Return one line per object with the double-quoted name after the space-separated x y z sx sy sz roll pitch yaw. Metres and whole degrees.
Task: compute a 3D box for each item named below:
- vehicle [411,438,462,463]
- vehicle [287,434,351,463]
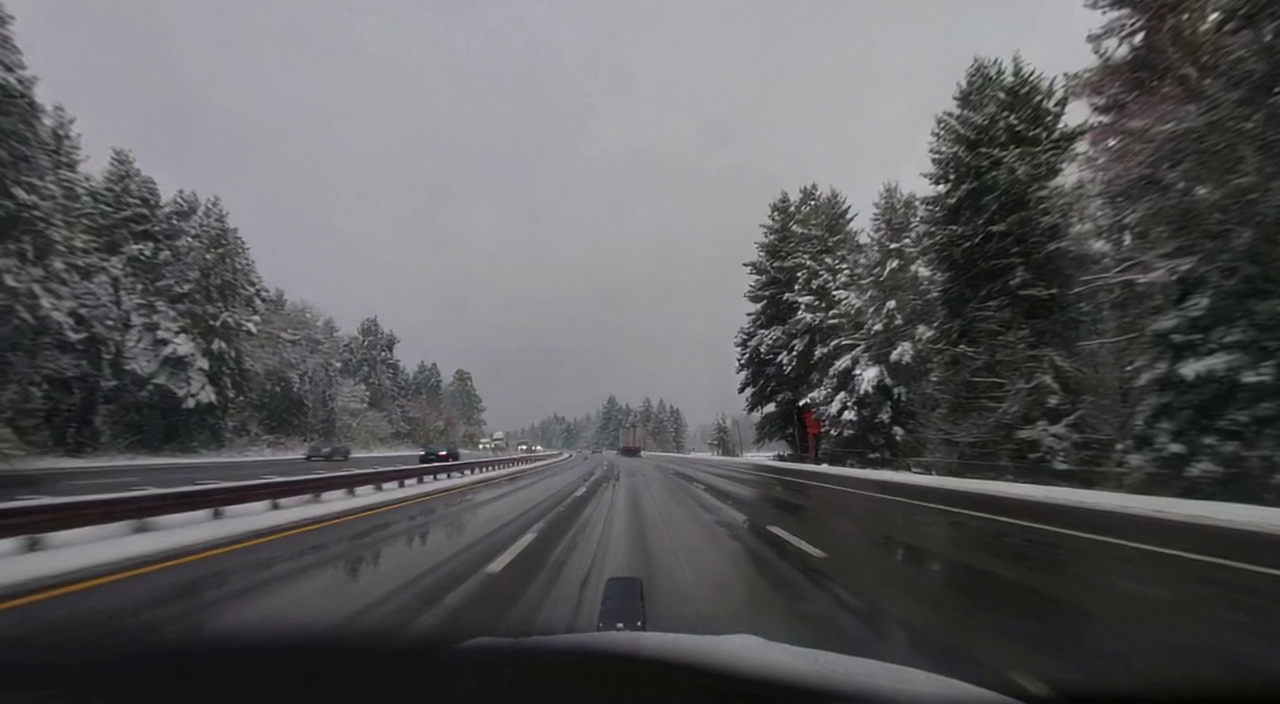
-13.096 6.395 40.822 1.949 1.501 4.455 0 -9 -1 "vehicle"
-20.743 6.271 40.962 2.009 1.725 4.195 0 -9 -2 "vehicle"
